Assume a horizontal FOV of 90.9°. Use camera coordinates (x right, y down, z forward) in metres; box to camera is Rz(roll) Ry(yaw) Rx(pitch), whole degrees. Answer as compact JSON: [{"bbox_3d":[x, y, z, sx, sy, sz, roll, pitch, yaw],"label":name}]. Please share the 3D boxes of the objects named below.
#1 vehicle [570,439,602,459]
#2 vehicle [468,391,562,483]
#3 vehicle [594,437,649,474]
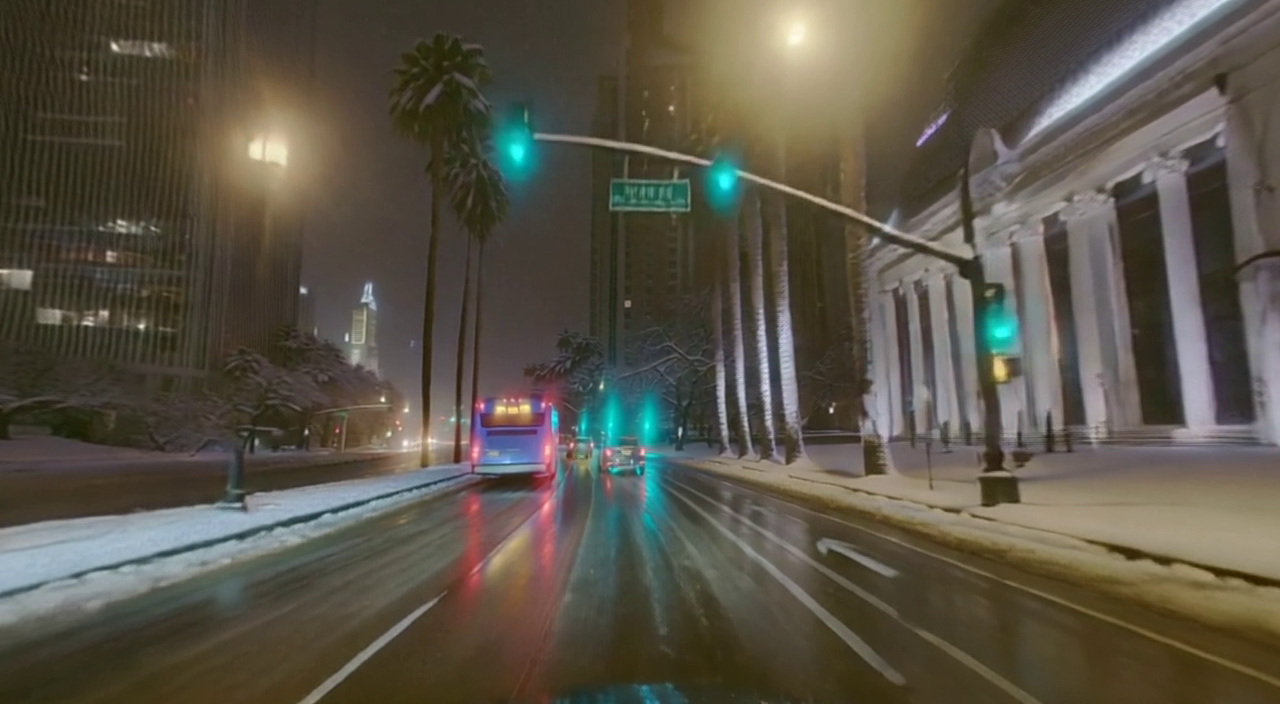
[{"bbox_3d":[-4.090,7.208,46.888,1.993,1.452,3.873,2,-9,-10],"label":"vehicle"},{"bbox_3d":[-4.677,3.434,25.249,2.678,3.042,8.474,1,-8,-5],"label":"vehicle"},{"bbox_3d":[-0.887,4.561,27.911,2.107,1.481,4.097,1,-9,-6],"label":"vehicle"}]
